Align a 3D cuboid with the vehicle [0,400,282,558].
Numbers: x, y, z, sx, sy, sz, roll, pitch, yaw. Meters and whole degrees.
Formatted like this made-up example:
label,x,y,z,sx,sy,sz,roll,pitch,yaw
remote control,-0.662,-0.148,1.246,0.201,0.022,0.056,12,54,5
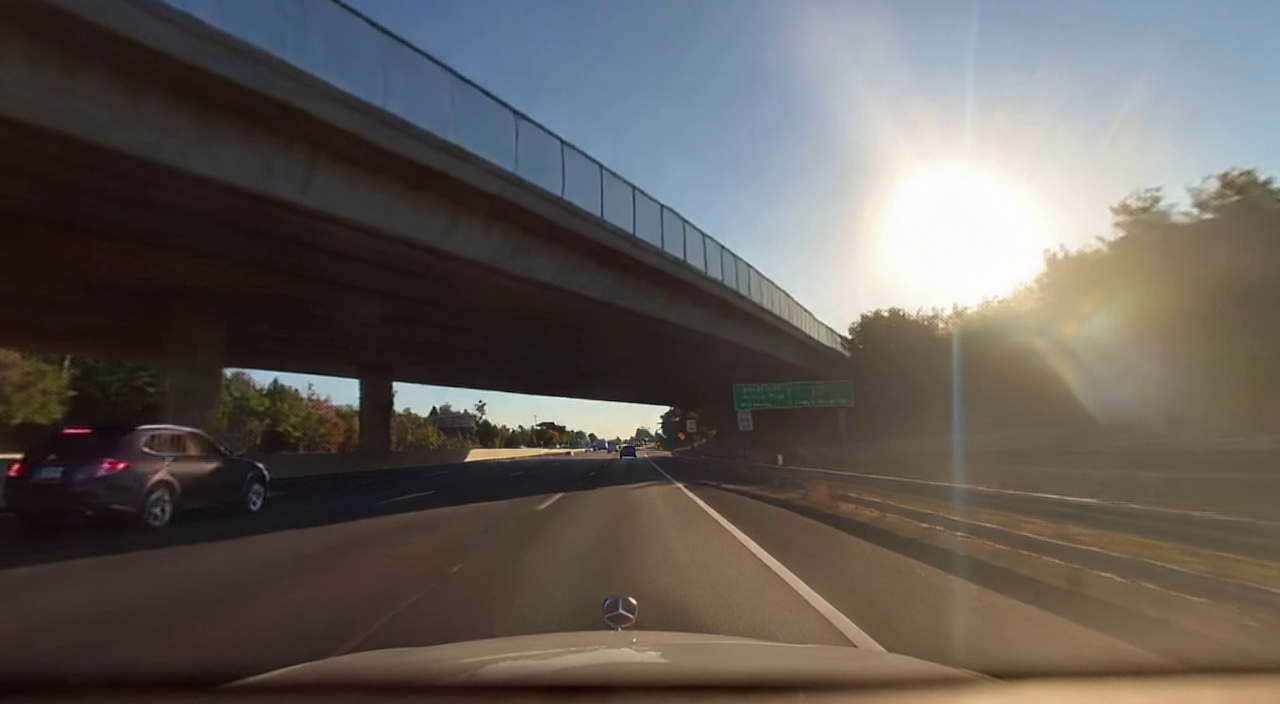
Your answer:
label,x,y,z,sx,sy,sz,roll,pitch,yaw
vehicle,-8.065,1.814,9.754,2.231,1.807,4.758,0,-8,0
